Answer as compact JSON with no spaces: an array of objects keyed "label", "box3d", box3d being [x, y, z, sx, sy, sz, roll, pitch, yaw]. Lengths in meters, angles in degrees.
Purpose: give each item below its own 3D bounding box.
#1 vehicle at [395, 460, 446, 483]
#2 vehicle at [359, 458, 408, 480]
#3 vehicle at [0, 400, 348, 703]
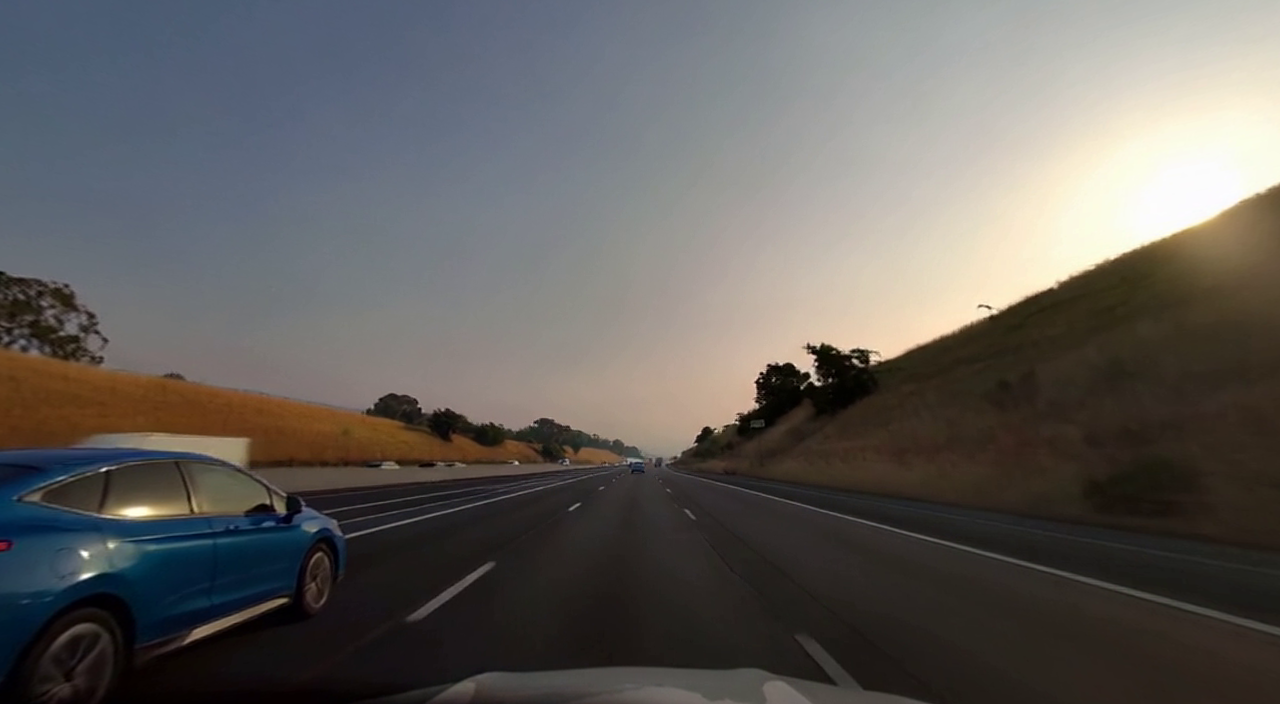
[{"label":"vehicle","box3d":[-15.004,8.189,43.285,1.818,1.491,4.533,1,-10,0]},{"label":"vehicle","box3d":[-19.911,9.122,49.173,1.926,1.630,4.454,1,-10,0]},{"label":"vehicle","box3d":[-3.176,0.962,2.389,2.016,1.506,4.387,1,-10,0]}]
